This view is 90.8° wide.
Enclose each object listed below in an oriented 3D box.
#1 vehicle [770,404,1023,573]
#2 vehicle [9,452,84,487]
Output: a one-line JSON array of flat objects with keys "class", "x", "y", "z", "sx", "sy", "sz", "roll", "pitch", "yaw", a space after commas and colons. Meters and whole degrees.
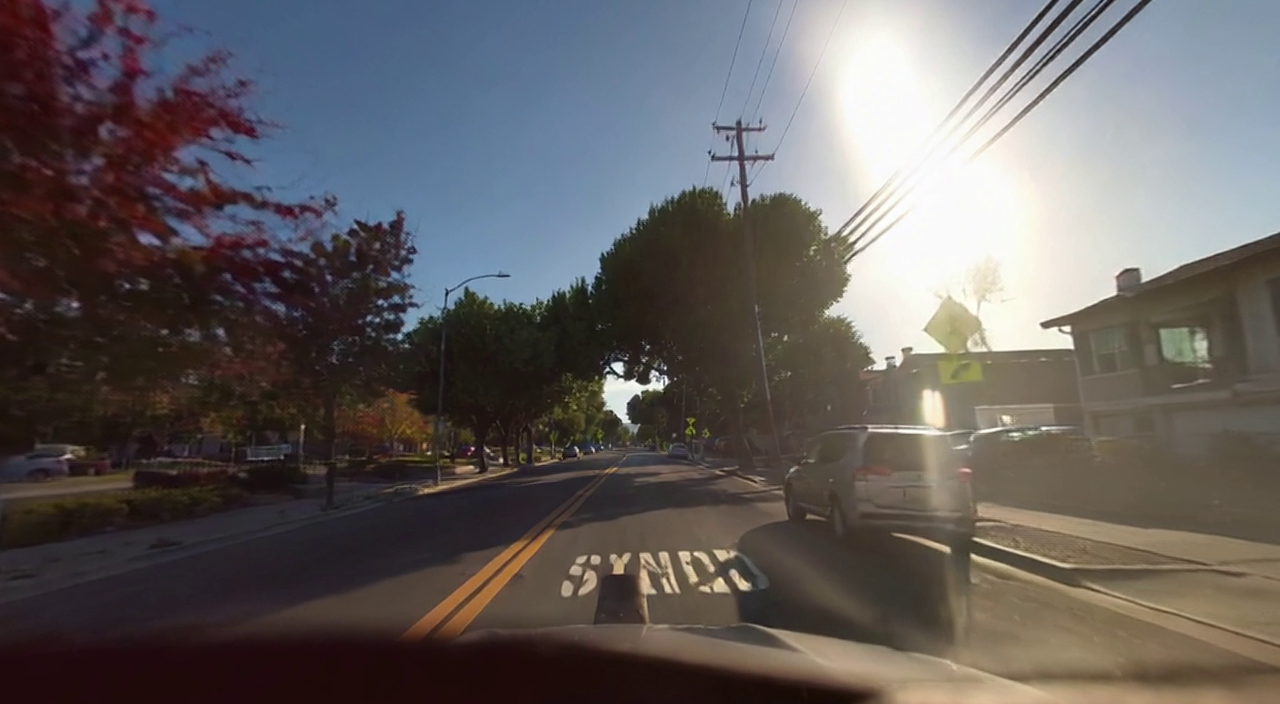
[{"class": "vehicle", "x": 3.429, "y": 1.873, "z": 9.439, "sx": 1.949, "sy": 1.807, "sz": 4.224, "roll": 4, "pitch": -8, "yaw": -1}, {"class": "vehicle", "x": -29.110, "y": 5.686, "z": 30.931, "sx": 4.558, "sy": 1.495, "sz": 1.925, "roll": -7, "pitch": -10, "yaw": 38}]
